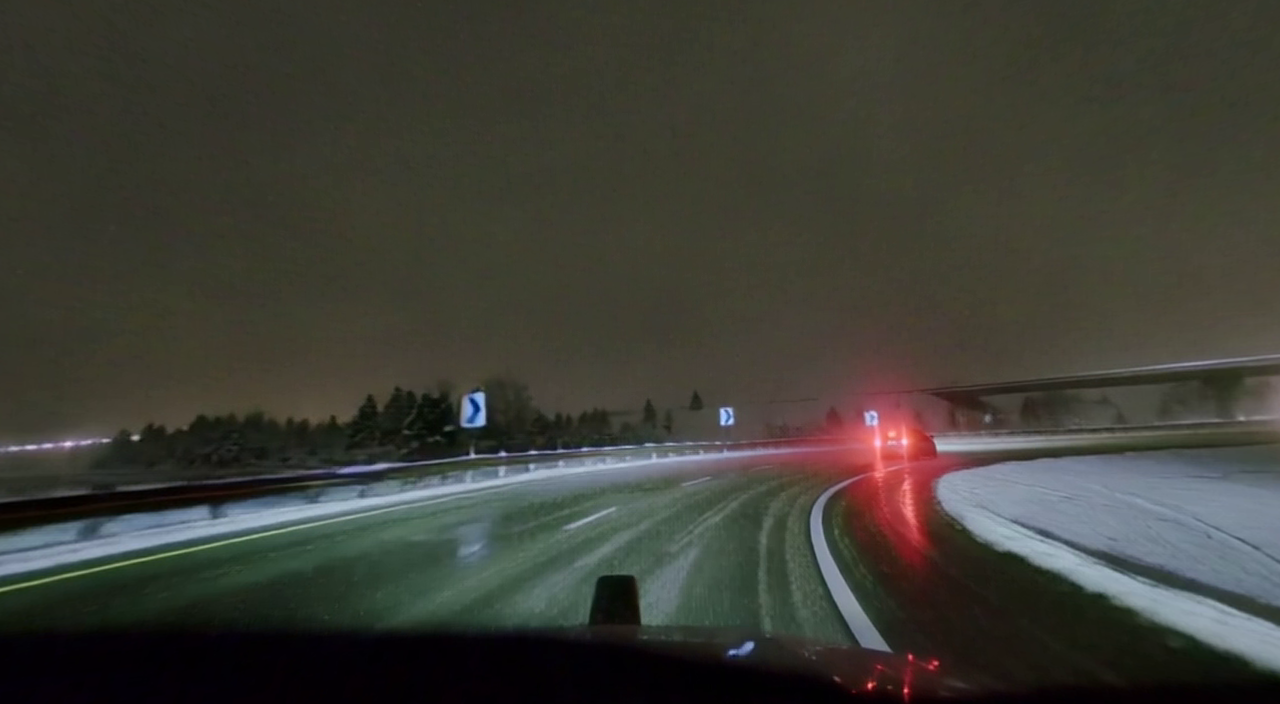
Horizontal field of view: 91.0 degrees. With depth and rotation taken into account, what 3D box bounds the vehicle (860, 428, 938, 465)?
[{"bbox_3d":[11.610,4.174,28.053,2.028,1.440,3.970,-3,-8,42],"label":"vehicle"}]
